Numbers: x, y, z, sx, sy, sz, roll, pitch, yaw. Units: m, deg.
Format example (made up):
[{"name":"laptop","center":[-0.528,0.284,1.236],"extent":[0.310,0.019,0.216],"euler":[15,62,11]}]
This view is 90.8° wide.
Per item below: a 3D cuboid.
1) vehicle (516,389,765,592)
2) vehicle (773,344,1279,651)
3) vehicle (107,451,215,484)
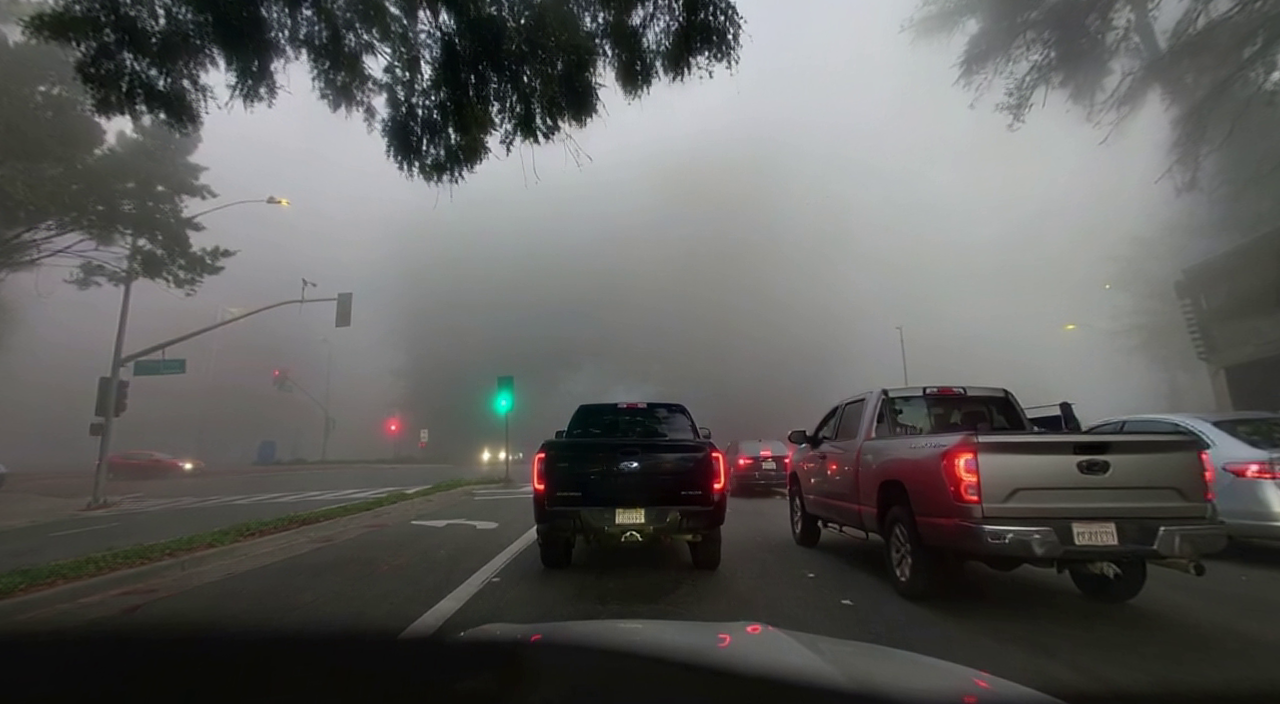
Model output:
[{"name":"vehicle","center":[-0.056,1.620,8.293],"extent":[2.240,1.821,5.001],"euler":[0,-9,-1]},{"name":"vehicle","center":[3.325,1.334,6.936],"extent":[2.412,1.953,5.682],"euler":[0,-9,-1]},{"name":"vehicle","center":[-26.383,6.360,34.989],"extent":[4.437,1.669,1.936],"euler":[5,-10,-30]}]
